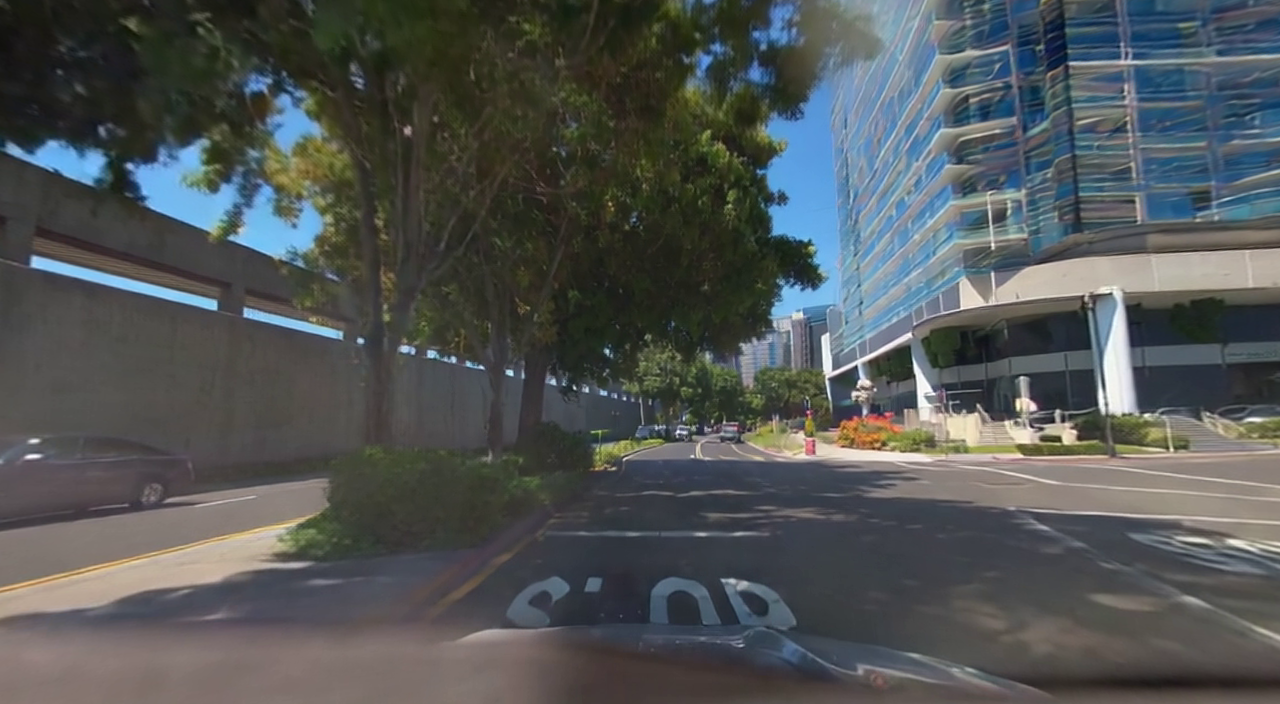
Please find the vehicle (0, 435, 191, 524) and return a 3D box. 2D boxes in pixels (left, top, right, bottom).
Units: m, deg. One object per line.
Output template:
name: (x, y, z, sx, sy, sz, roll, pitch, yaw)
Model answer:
vehicle: (-11.091, 2.228, 11.334, 4.694, 1.447, 2.137, 5, -10, -31)
